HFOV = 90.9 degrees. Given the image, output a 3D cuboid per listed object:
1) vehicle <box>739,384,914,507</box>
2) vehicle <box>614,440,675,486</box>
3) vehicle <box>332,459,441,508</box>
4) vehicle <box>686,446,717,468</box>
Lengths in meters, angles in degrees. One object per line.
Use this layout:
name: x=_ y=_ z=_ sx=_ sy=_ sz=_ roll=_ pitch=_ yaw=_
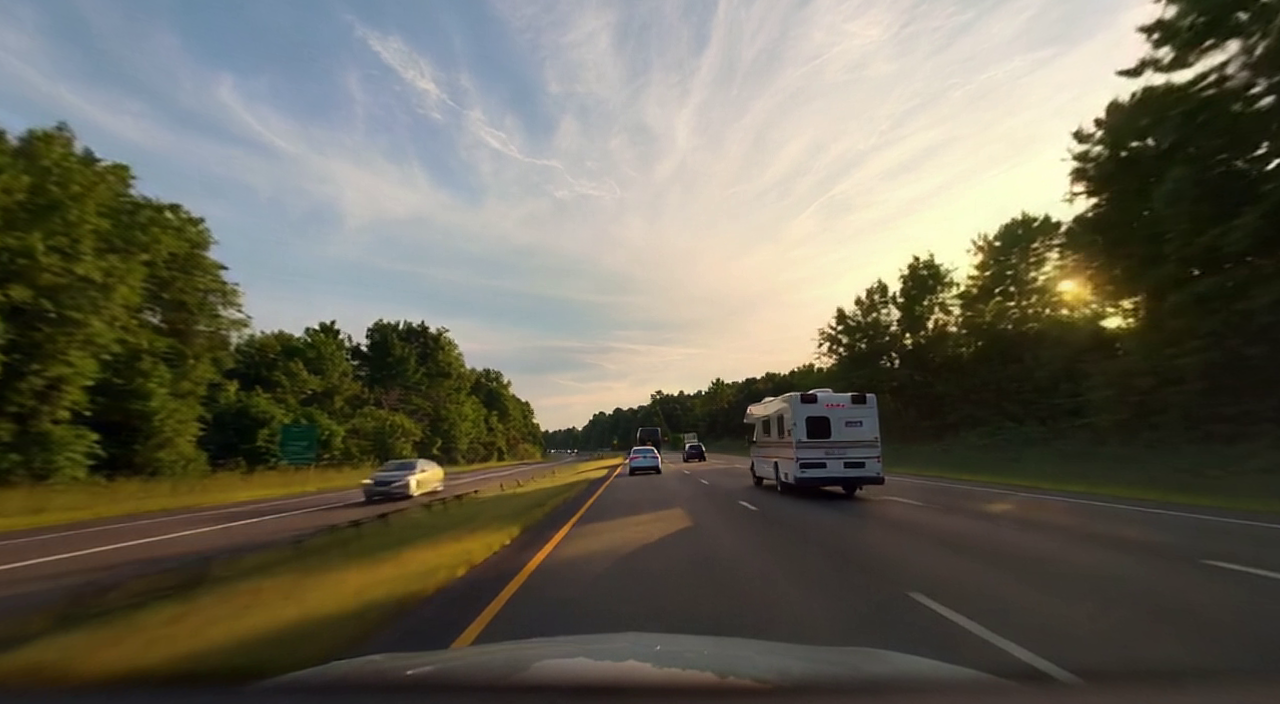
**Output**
vehicle: x=4.859 y=2.699 z=18.124 sx=2.745 sy=2.832 sz=7.035 roll=0 pitch=-9 yaw=-1
vehicle: x=0.117 y=4.207 z=24.117 sx=2.120 sy=1.575 sz=4.018 roll=0 pitch=-9 yaw=-1
vehicle: x=-8.682 y=4.510 z=22.080 sx=2.069 sy=1.468 sz=4.368 roll=0 pitch=-9 yaw=-1
vehicle: x=4.253 y=7.271 z=43.785 sx=1.757 sy=1.459 sz=3.398 roll=0 pitch=-9 yaw=-1
